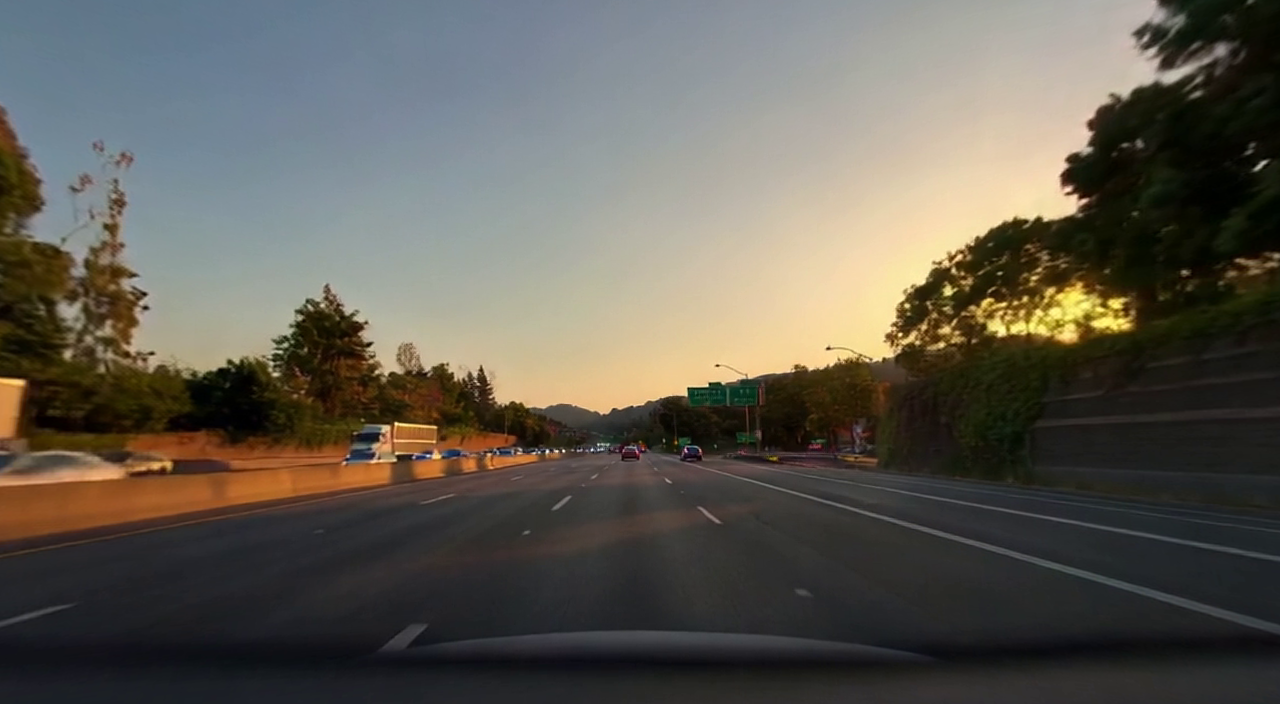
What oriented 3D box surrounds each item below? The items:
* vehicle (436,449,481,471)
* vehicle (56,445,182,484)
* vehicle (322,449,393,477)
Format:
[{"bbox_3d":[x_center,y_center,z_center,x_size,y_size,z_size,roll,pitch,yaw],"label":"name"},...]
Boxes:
[{"bbox_3d":[-13.264,7.889,46.366,1.985,1.447,4.438,0,-9,0],"label":"vehicle"},{"bbox_3d":[-24.658,5.301,30.188,1.911,1.685,4.614,-1,-9,3],"label":"vehicle"},{"bbox_3d":[-16.093,6.339,36.263,1.929,1.459,4.504,0,-9,0],"label":"vehicle"}]
